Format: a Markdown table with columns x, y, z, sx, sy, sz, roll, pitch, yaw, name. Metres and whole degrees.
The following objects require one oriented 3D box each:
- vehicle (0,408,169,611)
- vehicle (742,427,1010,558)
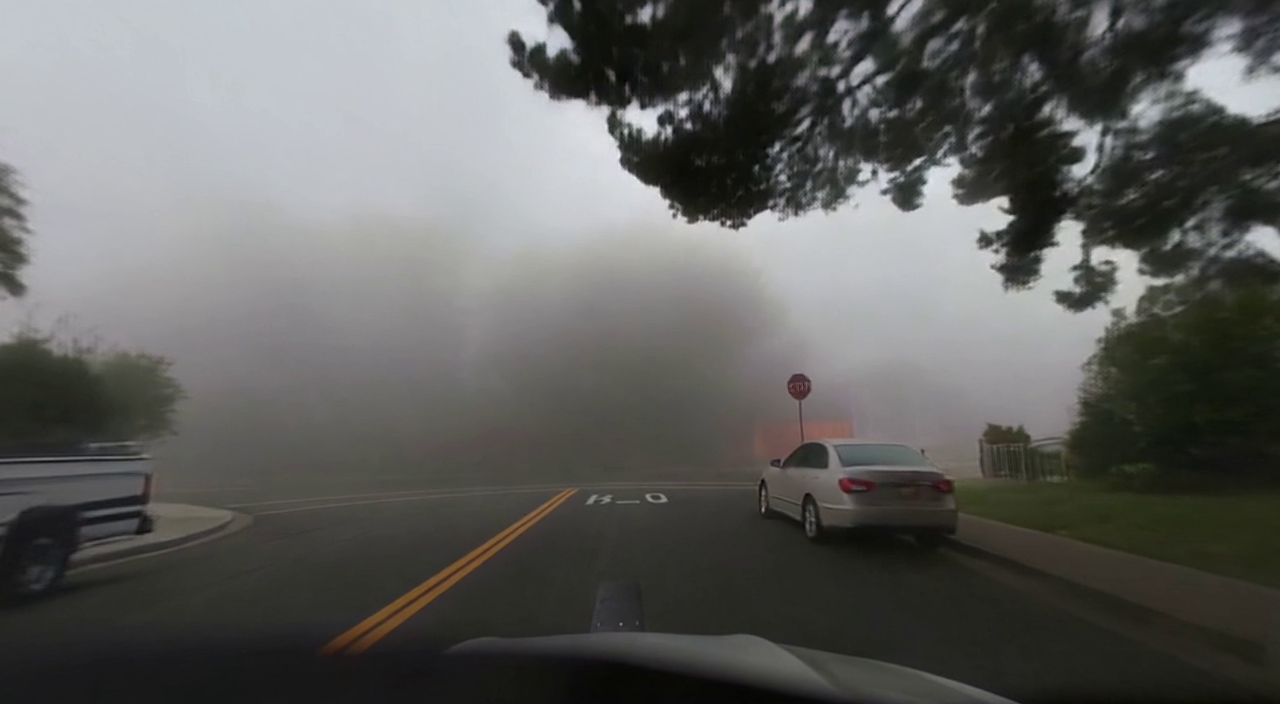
| x | y | z | sx | sy | sz | roll | pitch | yaw | name |
| --- | --- | --- | --- | --- | --- | --- | --- | --- | --- |
| -6.902 | 1.350 | 4.881 | 2.225 | 1.817 | 5.731 | -2 | -8 | -1 | vehicle |
| 3.072 | 1.943 | 9.555 | 2.167 | 1.479 | 4.597 | 0 | -8 | -2 | vehicle |
